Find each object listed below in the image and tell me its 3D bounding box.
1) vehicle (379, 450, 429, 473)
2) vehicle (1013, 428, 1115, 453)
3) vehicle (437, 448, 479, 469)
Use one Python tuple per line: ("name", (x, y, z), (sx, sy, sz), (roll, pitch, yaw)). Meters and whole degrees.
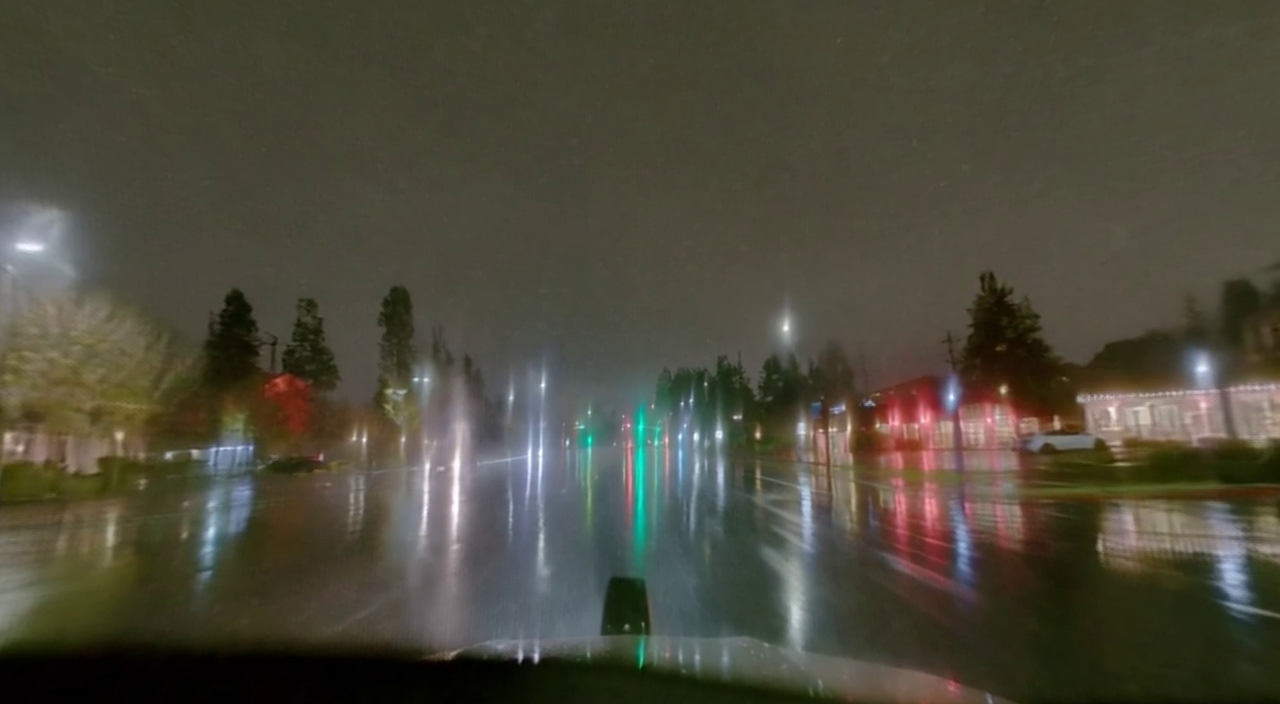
("vehicle", (-17.804, 8.272, 47.708), (1.945, 1.486, 4.652), (-2, -8, 1))
("vehicle", (25.984, 5.463, 38.892), (4.942, 1.435, 1.987), (-4, -9, 28))
("vehicle", (-14.255, 8.327, 49.504), (1.963, 1.487, 4.331), (-2, -8, 1))
